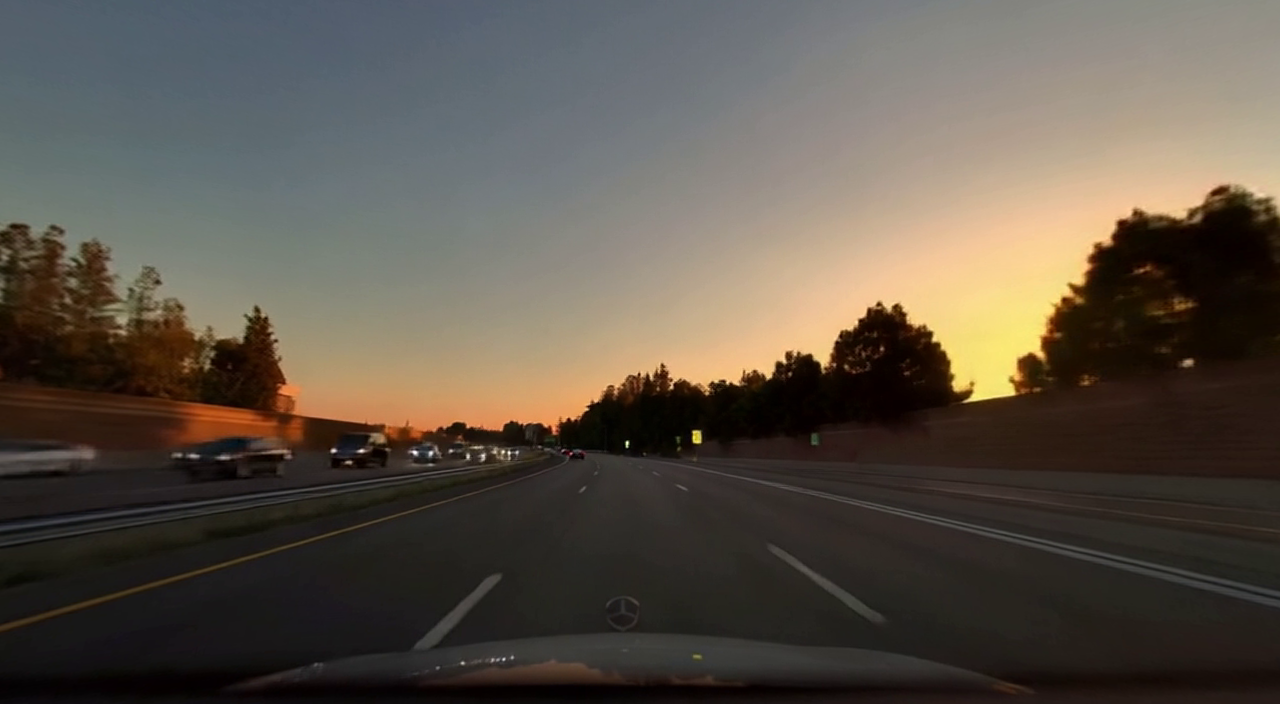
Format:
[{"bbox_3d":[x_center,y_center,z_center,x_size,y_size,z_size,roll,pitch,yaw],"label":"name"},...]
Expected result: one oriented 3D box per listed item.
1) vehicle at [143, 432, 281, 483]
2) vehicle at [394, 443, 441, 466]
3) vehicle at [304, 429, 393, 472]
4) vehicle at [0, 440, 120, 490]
[{"bbox_3d":[-14.713,3.658,21.896,1.865,1.563,4.196,0,-9,0],"label":"vehicle"},{"bbox_3d":[-16.117,7.438,45.560,1.906,1.558,4.561,0,-9,-3],"label":"vehicle"},{"bbox_3d":[-15.231,5.225,33.195,2.201,2.054,5.510,0,-9,-2],"label":"vehicle"},{"bbox_3d":[-20.389,3.744,20.981,1.893,1.472,4.785,0,-9,-1],"label":"vehicle"}]
